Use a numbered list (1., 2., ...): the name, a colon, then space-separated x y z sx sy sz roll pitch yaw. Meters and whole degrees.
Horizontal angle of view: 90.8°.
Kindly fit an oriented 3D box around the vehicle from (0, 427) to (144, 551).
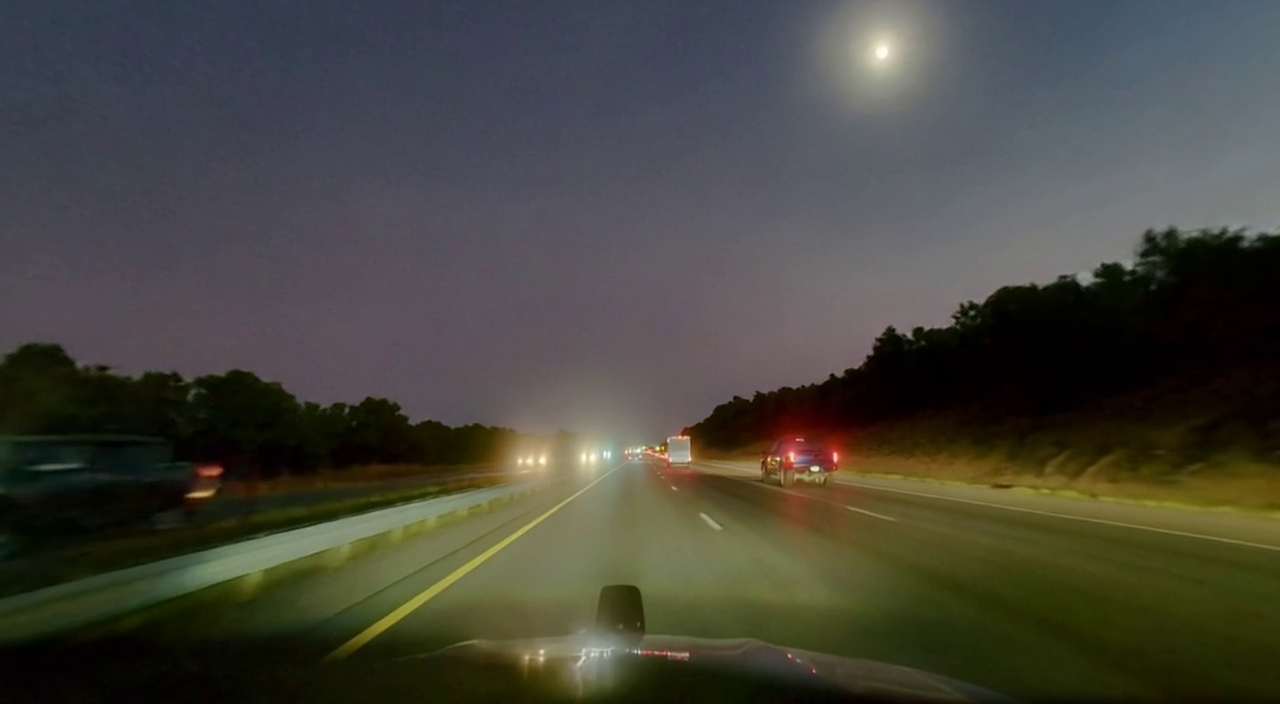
1. vehicle: -9.765 1.859 8.548 2.173 1.668 4.848 0 -9 -1
